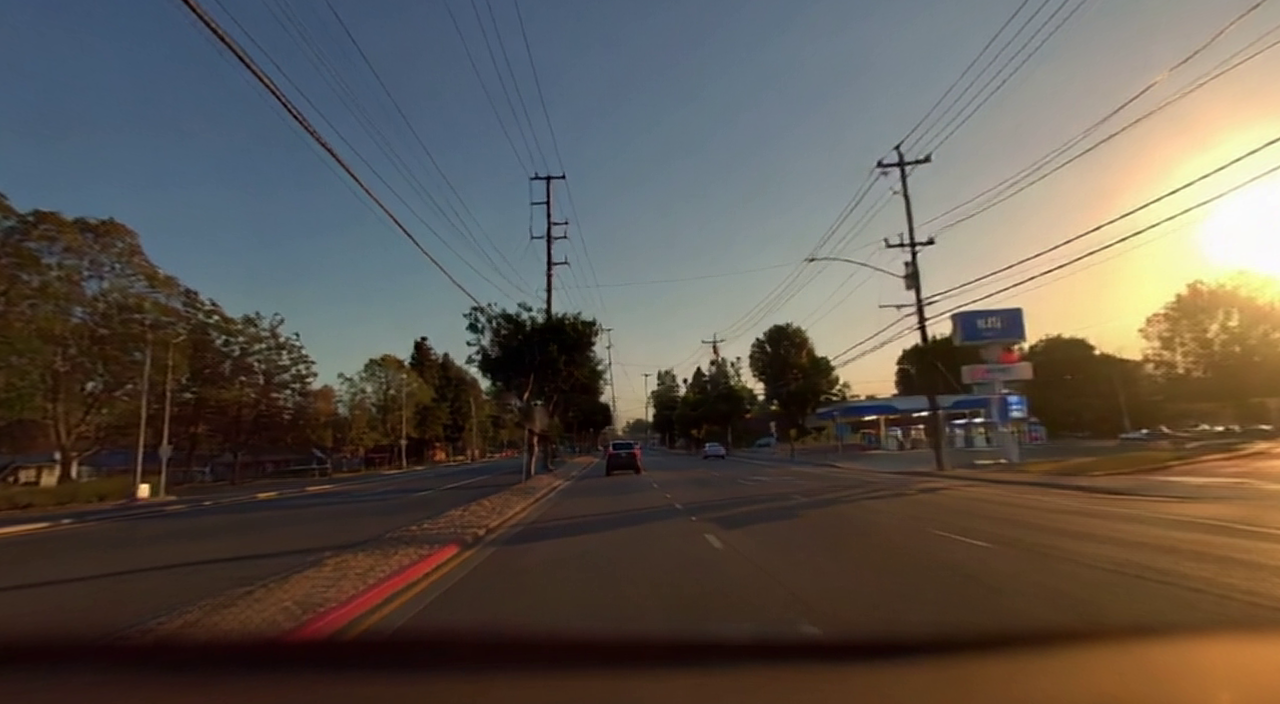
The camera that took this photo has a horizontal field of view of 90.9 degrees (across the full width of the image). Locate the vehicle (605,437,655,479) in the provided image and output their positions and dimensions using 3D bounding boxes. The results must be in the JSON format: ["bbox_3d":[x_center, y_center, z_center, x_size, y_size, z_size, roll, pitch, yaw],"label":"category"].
[{"bbox_3d":[-0.571,5.084,30.531,2.141,1.842,4.889,0,-8,-4],"label":"vehicle"}]

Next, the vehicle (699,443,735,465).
[{"bbox_3d":[5.318,7.070,43.849,1.760,1.481,4.161,0,-8,-3],"label":"vehicle"}]
